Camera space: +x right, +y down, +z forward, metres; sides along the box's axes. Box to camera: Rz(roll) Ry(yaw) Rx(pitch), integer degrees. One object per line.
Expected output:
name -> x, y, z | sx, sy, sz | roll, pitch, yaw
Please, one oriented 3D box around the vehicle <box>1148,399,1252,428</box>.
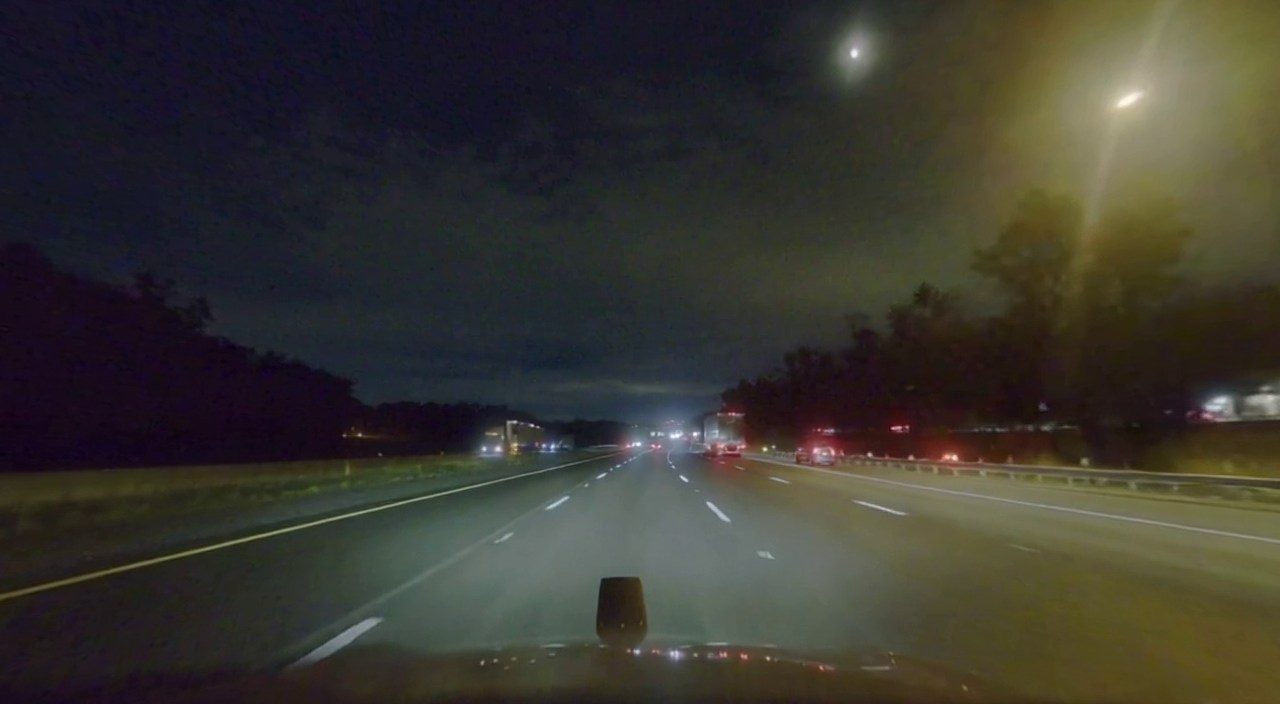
vehicle -> 41.843, 4.700, 47.340 | 2.205, 1.861, 5.602 | 1, -8, -8
